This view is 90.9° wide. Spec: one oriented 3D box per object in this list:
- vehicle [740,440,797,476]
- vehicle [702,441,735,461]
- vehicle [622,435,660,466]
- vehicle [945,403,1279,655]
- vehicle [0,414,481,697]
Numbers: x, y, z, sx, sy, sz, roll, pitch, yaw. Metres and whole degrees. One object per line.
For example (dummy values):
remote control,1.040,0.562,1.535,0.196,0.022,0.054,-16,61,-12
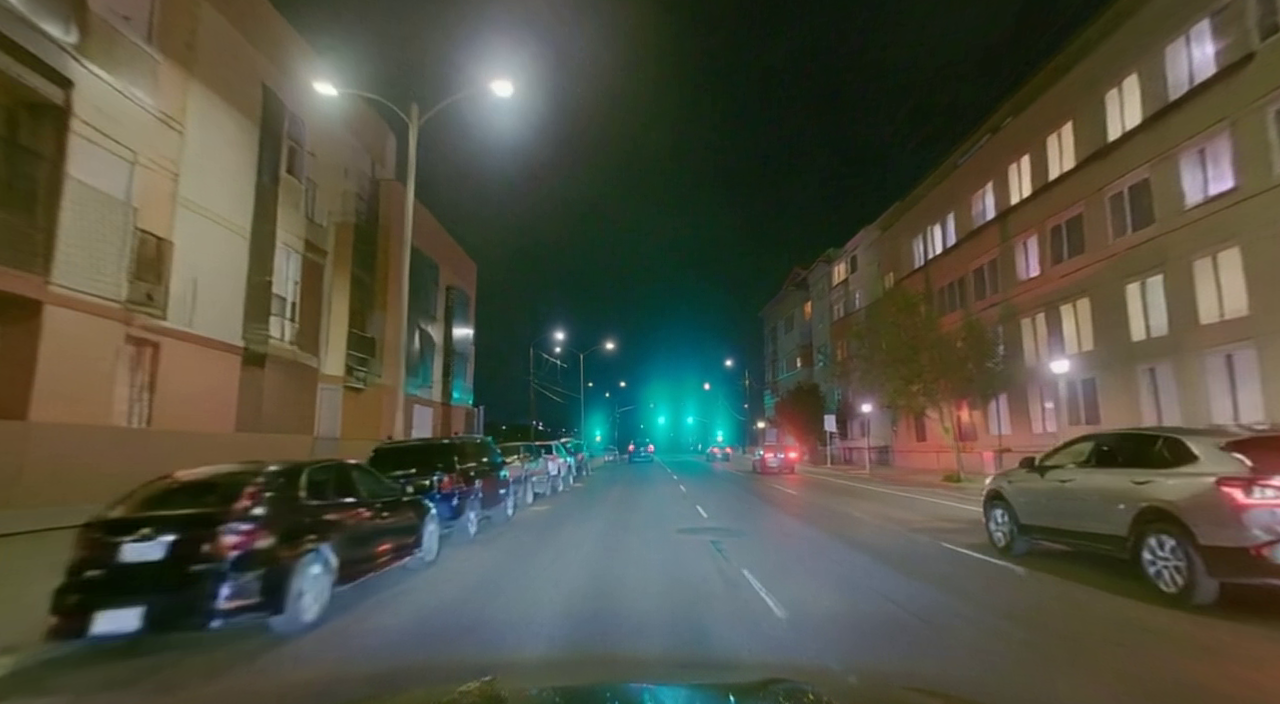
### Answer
vehicle,5.618,4.652,27.920,1.799,1.463,3.464,0,-8,0
vehicle,5.923,7.512,48.005,1.917,1.467,4.452,0,-8,-1
vehicle,0.042,5.869,37.646,2.122,1.689,3.885,0,-8,0
vehicle,4.998,1.439,6.175,1.891,1.599,4.173,0,-8,0
vehicle,-2.982,1.407,5.595,1.843,1.482,4.310,-1,-8,2
